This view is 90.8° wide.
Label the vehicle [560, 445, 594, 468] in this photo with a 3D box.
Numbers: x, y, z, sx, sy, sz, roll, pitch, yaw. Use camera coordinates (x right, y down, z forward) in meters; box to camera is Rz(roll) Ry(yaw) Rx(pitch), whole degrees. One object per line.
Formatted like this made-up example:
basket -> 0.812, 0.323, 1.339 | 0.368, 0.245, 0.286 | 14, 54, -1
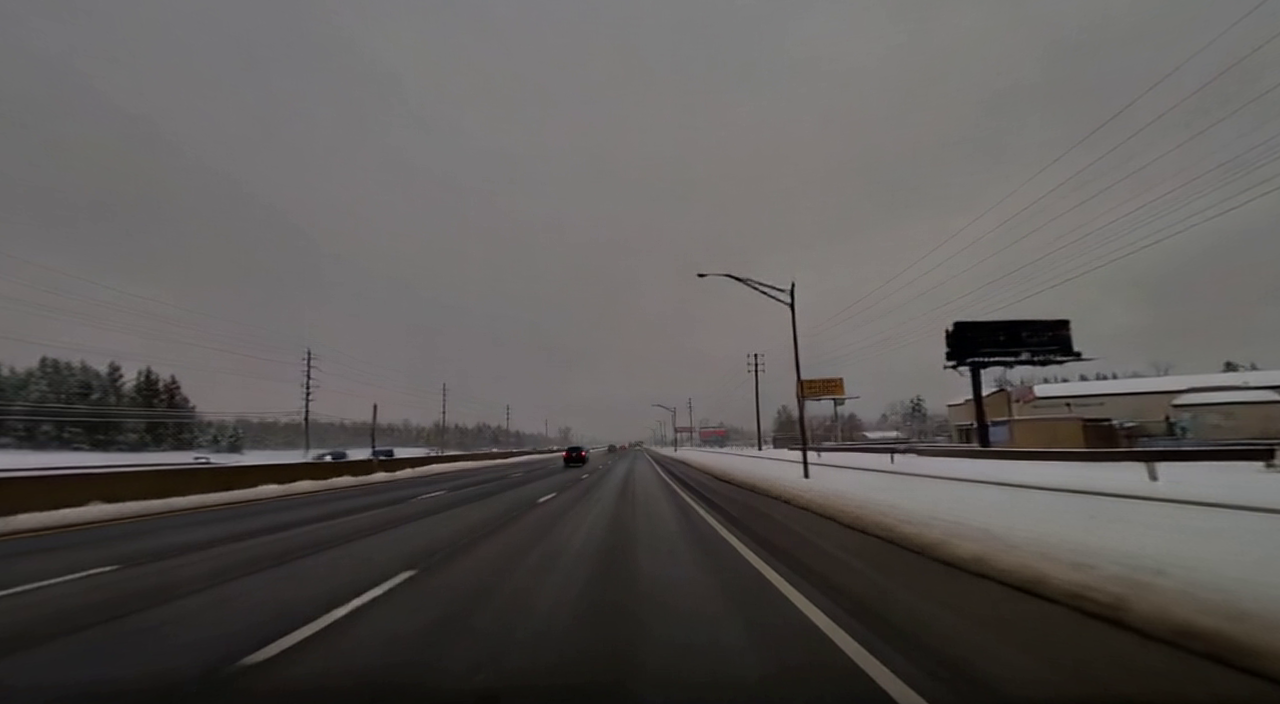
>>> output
vehicle -> -4.247, 7.148, 43.261 | 1.940, 1.479, 4.545 | 0, -9, 0
